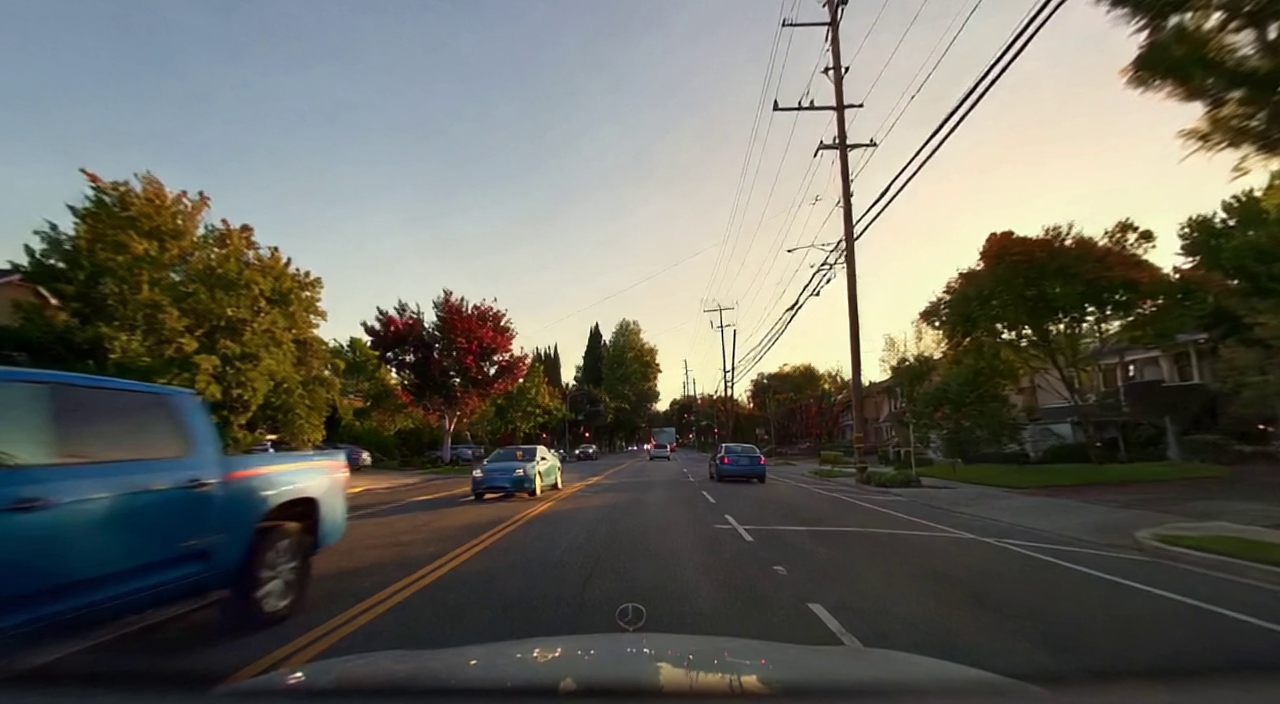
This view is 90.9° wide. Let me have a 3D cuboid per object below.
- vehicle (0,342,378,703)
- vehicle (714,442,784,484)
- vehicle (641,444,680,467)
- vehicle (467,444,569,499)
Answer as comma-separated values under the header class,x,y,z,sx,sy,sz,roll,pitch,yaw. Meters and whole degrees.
class,x,y,z,sx,sy,sz,roll,pitch,yaw
vehicle,-3.640,0.986,3.621,2.101,1.721,4.807,0,-8,1
vehicle,4.093,4.235,24.403,1.951,1.479,4.487,0,-8,1
vehicle,1.306,6.485,39.643,2.298,1.359,4.081,0,-8,2
vehicle,-3.281,3.306,17.911,1.892,1.354,4.476,0,-8,2
